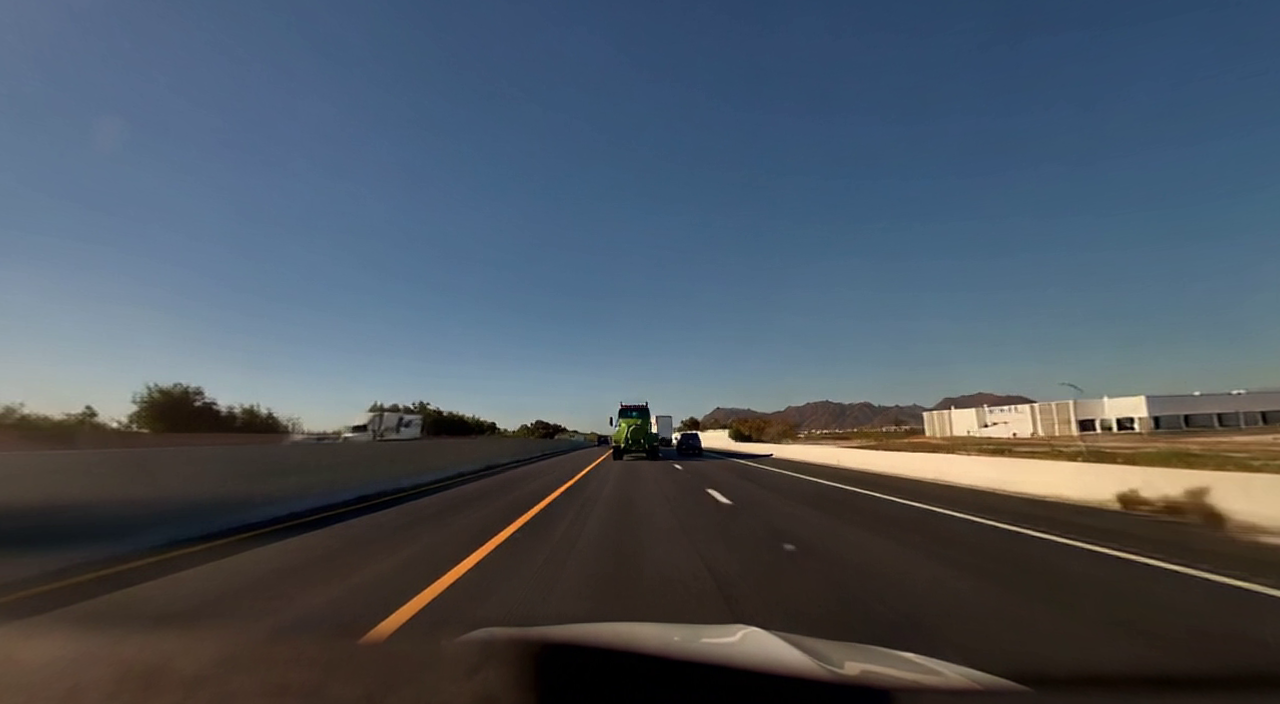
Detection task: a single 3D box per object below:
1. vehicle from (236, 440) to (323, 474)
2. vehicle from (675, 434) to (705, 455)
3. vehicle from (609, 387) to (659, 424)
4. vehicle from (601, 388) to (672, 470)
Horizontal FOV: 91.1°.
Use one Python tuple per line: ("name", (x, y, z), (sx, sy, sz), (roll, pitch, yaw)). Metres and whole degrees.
("vehicle", (-17.685, 5.134, 31.103), (1.822, 1.505, 4.281), (0, -8, -1))
("vehicle", (3.752, 7.051, 47.954), (1.910, 1.492, 4.324), (0, -8, 0))
("vehicle", (-0.225, 2.476, 28.622), (2.112, 1.472, 4.240), (0, -8, 1))
("vehicle", (-0.328, 4.058, 32.994), (2.953, 3.406, 13.372), (1, -7, -2))
